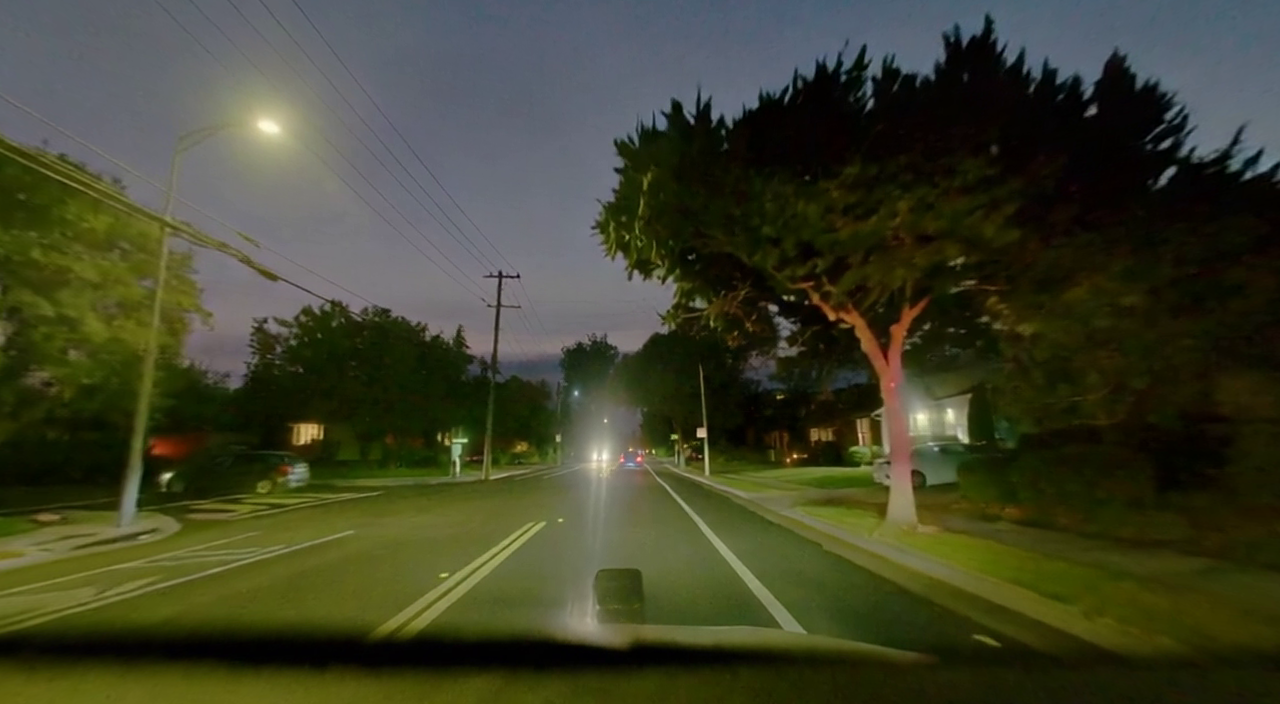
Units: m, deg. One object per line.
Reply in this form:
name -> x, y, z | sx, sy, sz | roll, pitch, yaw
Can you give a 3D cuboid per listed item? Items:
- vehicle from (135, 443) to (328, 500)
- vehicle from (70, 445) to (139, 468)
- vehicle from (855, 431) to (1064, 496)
vehicle -> -14.374, 4.211, 22.517 | 5.217, 1.866, 2.342 | 0, -9, 1
vehicle -> -35.077, 6.887, 41.470 | 1.533, 1.417, 3.342 | 0, -9, 1
vehicle -> 9.021, 3.187, 18.308 | 4.953, 1.704, 1.952 | -2, -9, 11
